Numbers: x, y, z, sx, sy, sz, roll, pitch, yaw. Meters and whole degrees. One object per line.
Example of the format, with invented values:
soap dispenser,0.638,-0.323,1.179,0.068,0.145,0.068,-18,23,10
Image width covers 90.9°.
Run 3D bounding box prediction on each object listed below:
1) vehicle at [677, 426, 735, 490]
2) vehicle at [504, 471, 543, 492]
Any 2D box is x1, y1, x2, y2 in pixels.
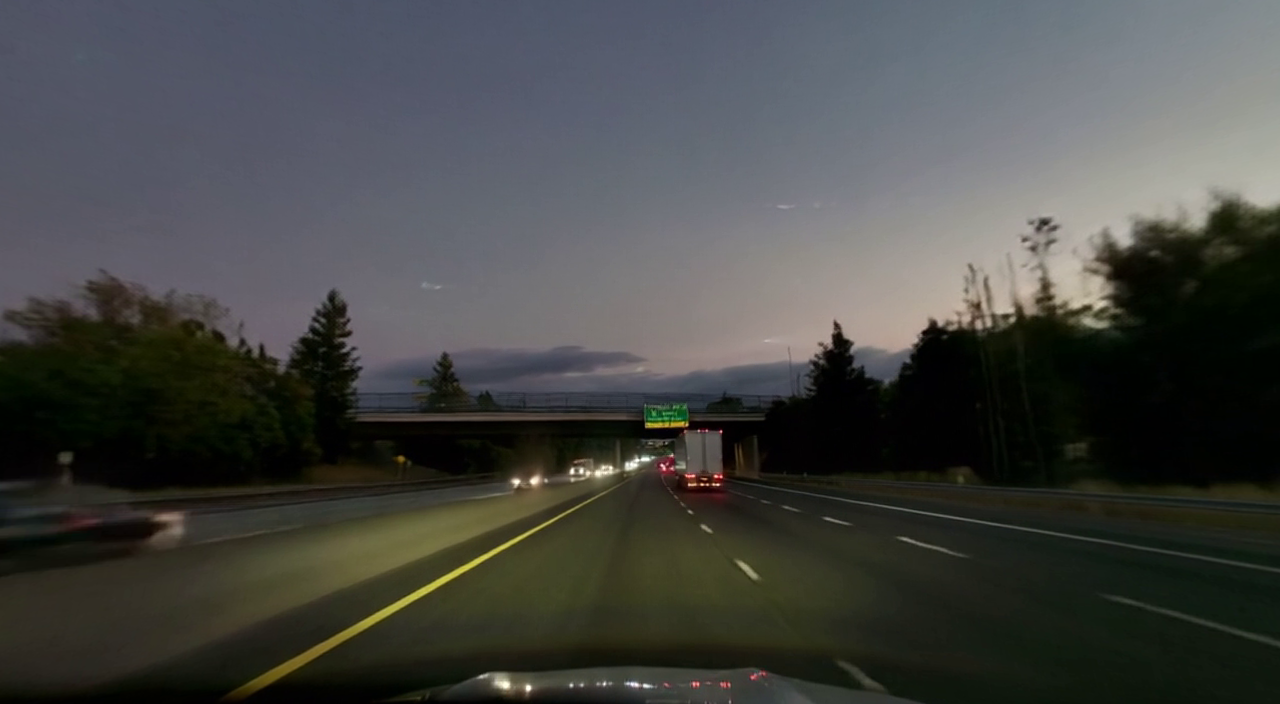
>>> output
vehicle,4.508,7.836,46.027,3.054,4.005,11.895,1,-11,0
vehicle,-8.569,9.568,46.679,1.982,1.461,4.349,1,-11,1
